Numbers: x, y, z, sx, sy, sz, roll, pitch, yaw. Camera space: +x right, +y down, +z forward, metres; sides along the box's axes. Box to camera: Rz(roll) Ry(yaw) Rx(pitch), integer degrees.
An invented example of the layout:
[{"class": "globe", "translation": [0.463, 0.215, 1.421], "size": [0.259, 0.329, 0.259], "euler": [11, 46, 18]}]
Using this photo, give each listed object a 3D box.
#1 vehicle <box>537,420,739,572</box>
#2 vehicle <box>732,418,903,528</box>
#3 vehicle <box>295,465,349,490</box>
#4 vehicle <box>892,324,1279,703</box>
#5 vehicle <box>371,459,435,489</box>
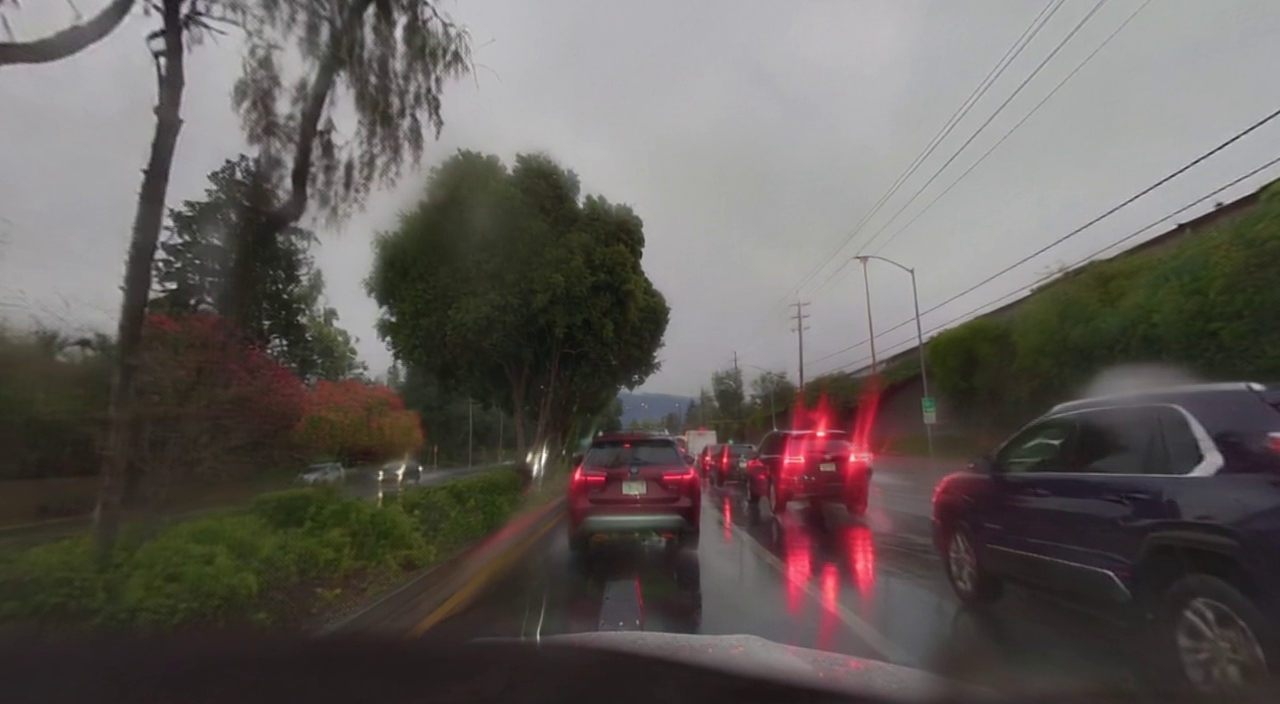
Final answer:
[{"class": "vehicle", "translation": [-0.055, 1.887, 9.090], "size": [2.199, 1.641, 4.232], "euler": [0, -8, -1]}, {"class": "vehicle", "translation": [3.323, 2.373, 12.969], "size": [2.097, 1.818, 4.625], "euler": [0, -8, -1]}, {"class": "vehicle", "translation": [-22.829, 9.028, 45.524], "size": [1.847, 1.554, 3.926], "euler": [0, -8, -1]}, {"class": "vehicle", "translation": [3.523, 0.986, 4.069], "size": [2.001, 1.707, 4.250], "euler": [0, -8, 0]}, {"class": "vehicle", "translation": [-13.540, 7.001, 36.476], "size": [1.960, 1.491, 4.700], "euler": [0, -8, -1]}]
